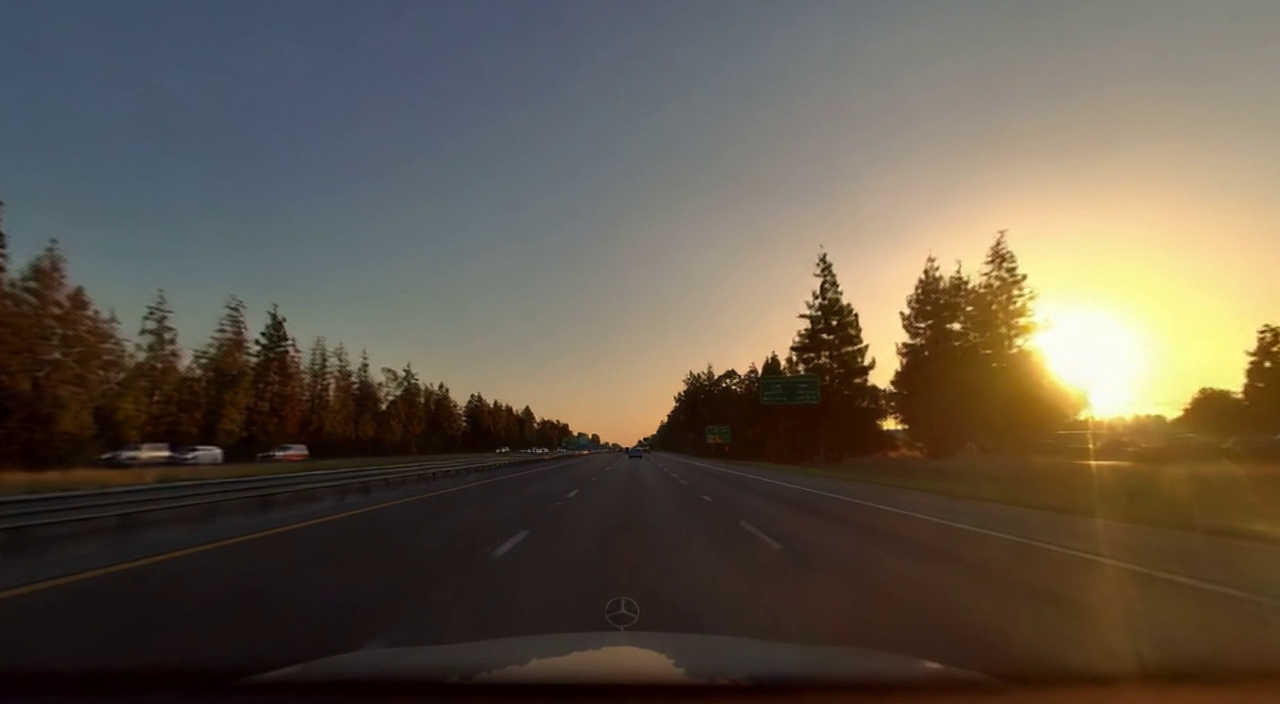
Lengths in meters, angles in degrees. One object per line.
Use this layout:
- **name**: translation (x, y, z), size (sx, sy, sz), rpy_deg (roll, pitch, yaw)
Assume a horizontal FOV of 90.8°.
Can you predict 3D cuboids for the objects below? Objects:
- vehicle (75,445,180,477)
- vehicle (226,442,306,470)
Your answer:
- **vehicle**: translation (-32.439, 6.898, 40.258), size (2.134, 1.887, 5.345), rpy_deg (0, -9, 0)
- **vehicle**: translation (-28.654, 7.961, 48.719), size (2.415, 2.004, 6.194), rpy_deg (0, -9, 0)
